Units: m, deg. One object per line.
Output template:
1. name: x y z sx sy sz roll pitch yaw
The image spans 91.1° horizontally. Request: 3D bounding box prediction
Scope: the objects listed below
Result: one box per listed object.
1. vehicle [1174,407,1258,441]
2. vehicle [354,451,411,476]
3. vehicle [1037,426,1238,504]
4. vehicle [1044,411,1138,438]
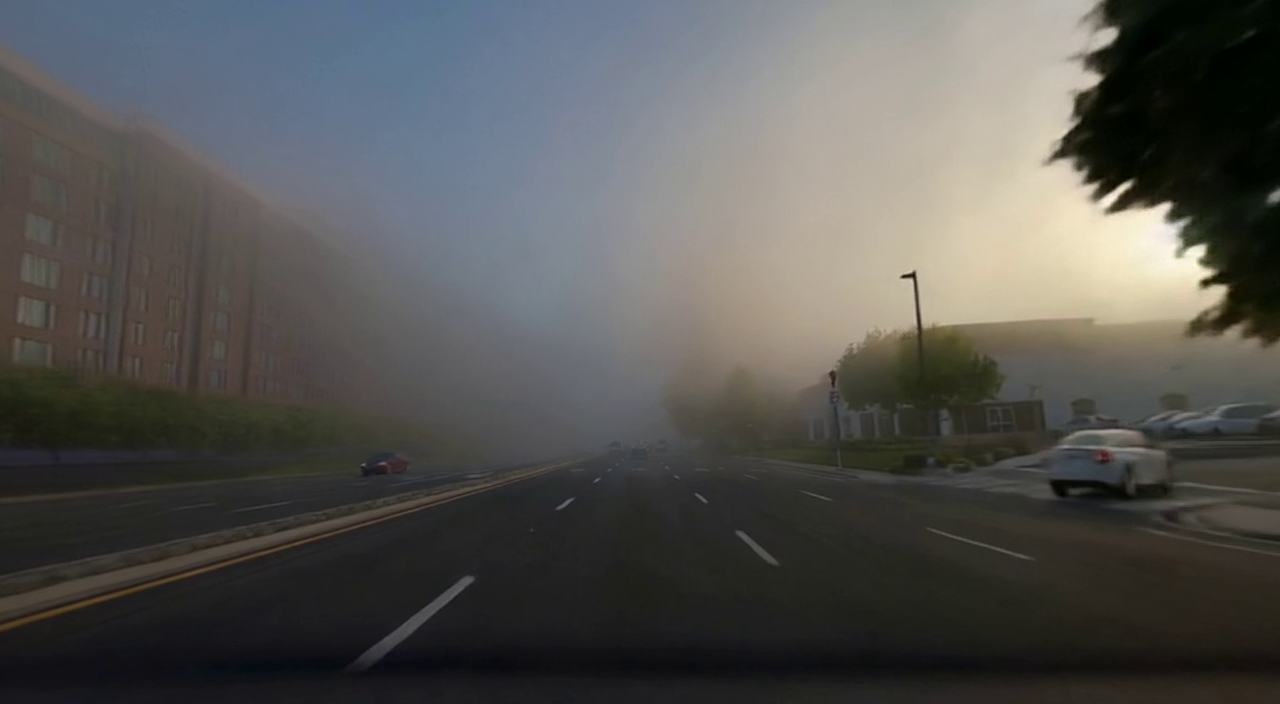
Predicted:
1. vehicle: 28.304 3.607 31.033 1.797 1.498 4.412 -4 -9 26
2. vehicle: -17.232 7.492 42.277 1.961 1.525 4.332 0 -9 1
3. vehicle: 12.768 2.832 16.072 5.061 1.696 2.129 5 -10 -29
4. vehicle: 30.260 4.929 42.317 1.979 1.592 4.711 4 -9 -23
